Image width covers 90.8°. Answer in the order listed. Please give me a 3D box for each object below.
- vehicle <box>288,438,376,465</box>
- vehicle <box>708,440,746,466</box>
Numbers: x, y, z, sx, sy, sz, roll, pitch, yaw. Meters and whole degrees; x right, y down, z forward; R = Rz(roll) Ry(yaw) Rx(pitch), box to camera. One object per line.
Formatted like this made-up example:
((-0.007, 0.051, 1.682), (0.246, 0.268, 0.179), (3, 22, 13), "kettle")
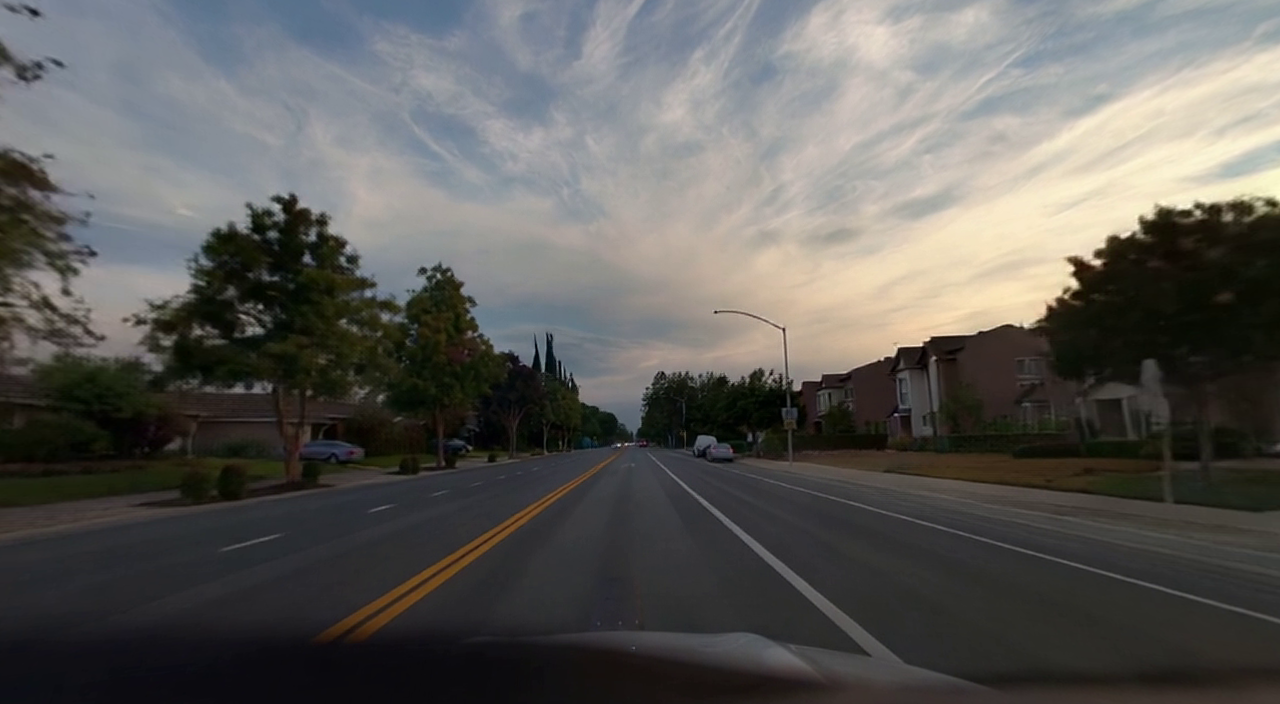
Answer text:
((-19.639, 6.367, 40.402), (4.497, 1.674, 2.168), (-1, -8, 3), "vehicle")
((6.490, 7.585, 47.686), (2.099, 1.878, 4.476), (0, -8, -1), "vehicle")
